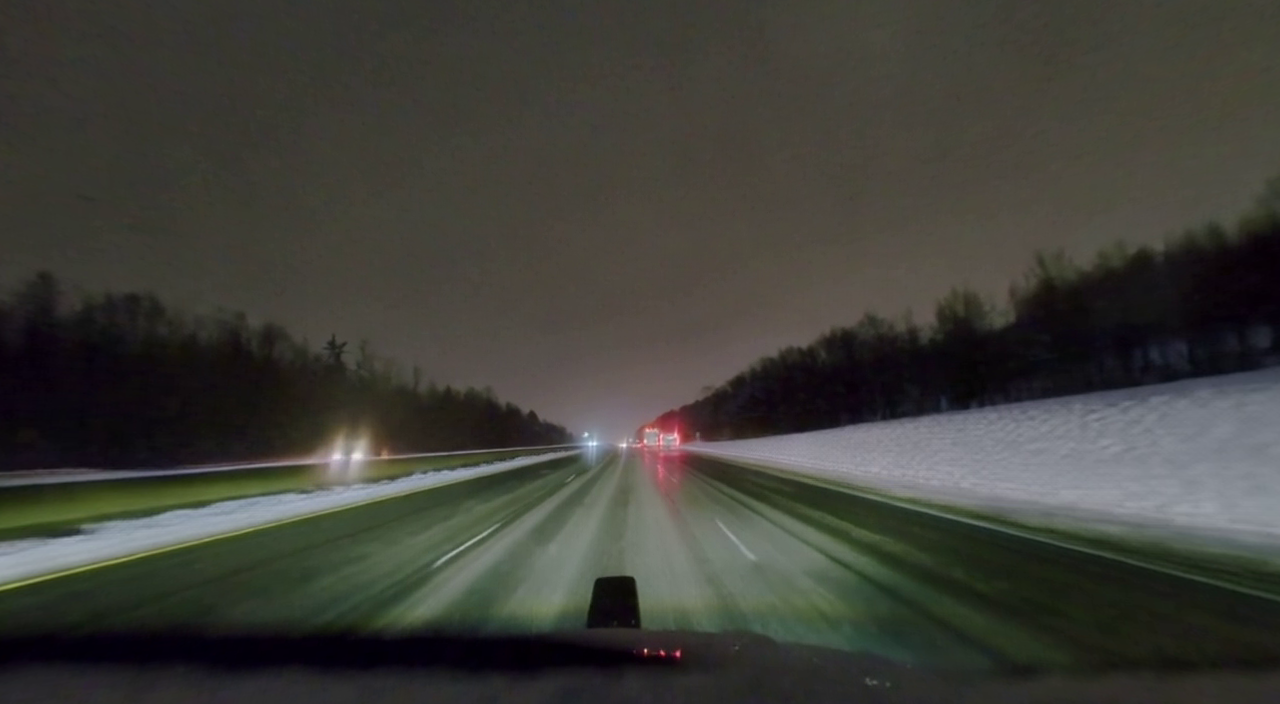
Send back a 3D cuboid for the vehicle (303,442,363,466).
[{"bbox_3d":[-20.097,6.639,41.336,1.879,1.456,4.091,0,-8,0],"label":"vehicle"}]
